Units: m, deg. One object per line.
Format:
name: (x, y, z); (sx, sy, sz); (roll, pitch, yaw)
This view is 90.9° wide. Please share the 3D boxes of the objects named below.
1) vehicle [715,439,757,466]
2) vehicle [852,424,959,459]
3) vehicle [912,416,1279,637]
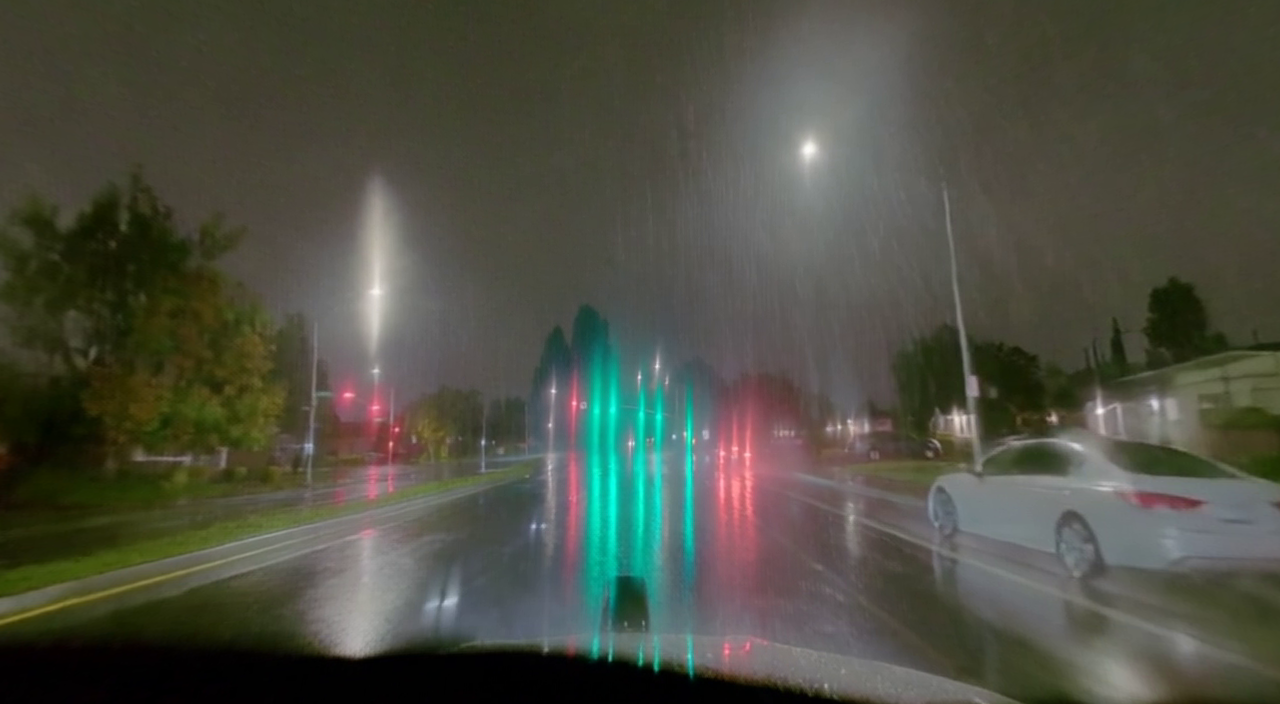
vehicle: (5.825, 6.135, 38.727); (1.950, 1.567, 4.083); (0, -8, 1)
vehicle: (13.462, 4.579, 32.185); (4.474, 1.710, 2.148); (0, -8, 1)
vehicle: (5.103, 1.565, 6.857); (1.997, 1.521, 4.747); (0, -8, -2)
